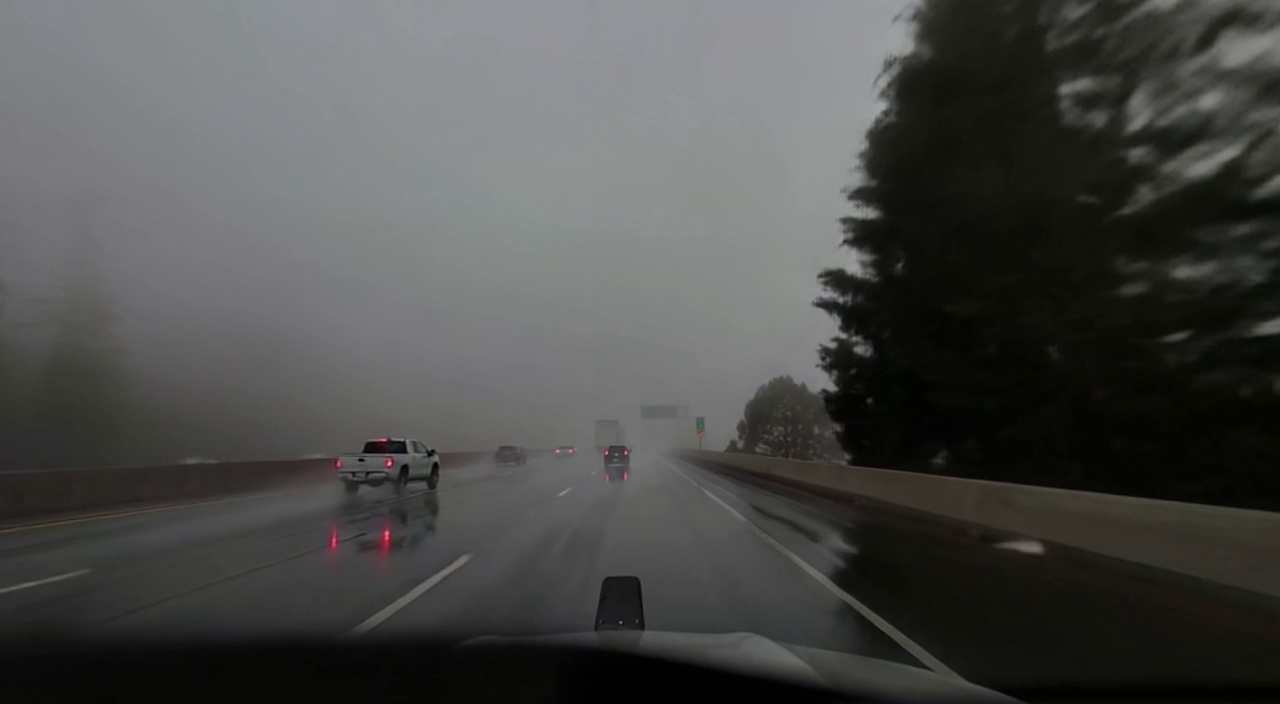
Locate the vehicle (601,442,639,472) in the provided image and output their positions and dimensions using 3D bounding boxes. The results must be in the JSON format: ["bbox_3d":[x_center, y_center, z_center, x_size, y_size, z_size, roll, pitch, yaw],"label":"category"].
[{"bbox_3d":[-1.040,5.794,34.994,1.931,1.528,4.126,0,-8,1],"label":"vehicle"}]

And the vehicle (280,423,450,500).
[{"bbox_3d":[-7.337,2.987,17.665,2.115,1.778,5.572,0,-8,1],"label":"vehicle"}]
